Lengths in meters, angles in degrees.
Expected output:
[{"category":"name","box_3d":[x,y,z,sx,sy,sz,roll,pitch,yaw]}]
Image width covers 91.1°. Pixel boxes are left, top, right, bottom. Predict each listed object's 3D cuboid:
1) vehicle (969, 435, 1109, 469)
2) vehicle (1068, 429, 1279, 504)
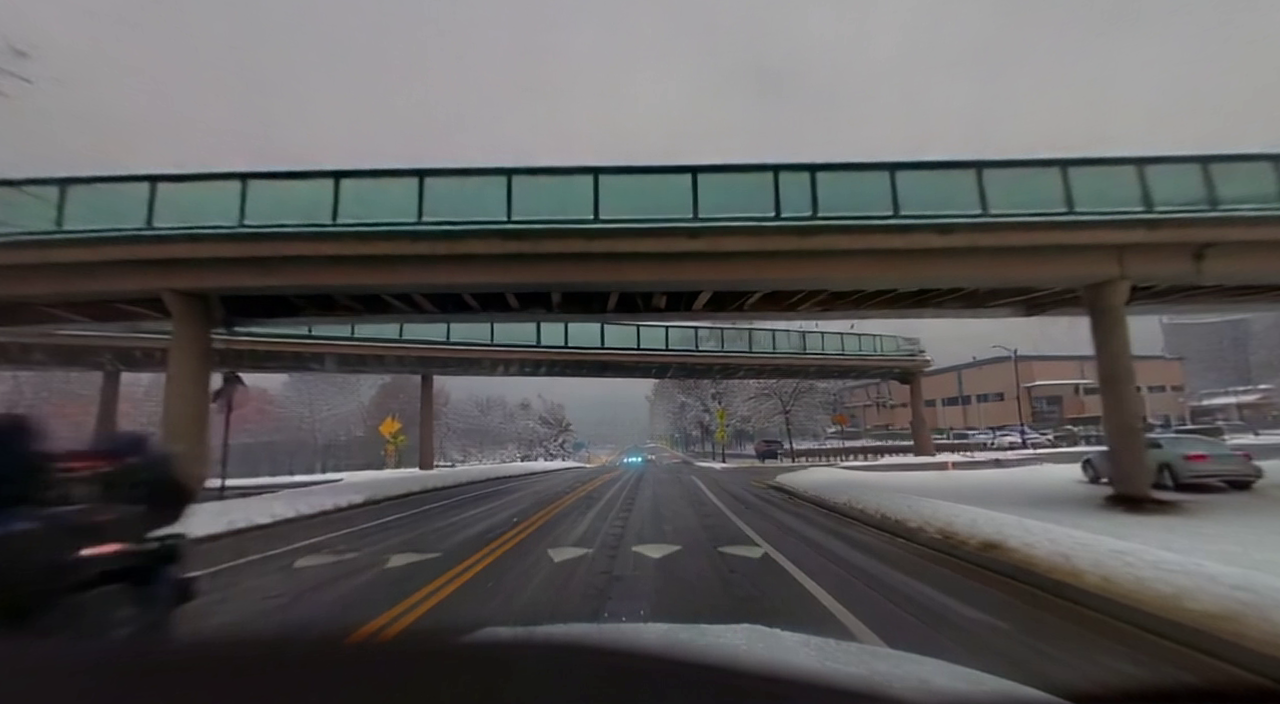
[{"category":"vehicle","box_3d":[17.295,4.352,27.380,4.647,1.421,2.050,-1,-8,2]},{"category":"vehicle","box_3d":[14.411,2.878,16.429,2.078,1.523,4.760,2,-6,-34]}]
